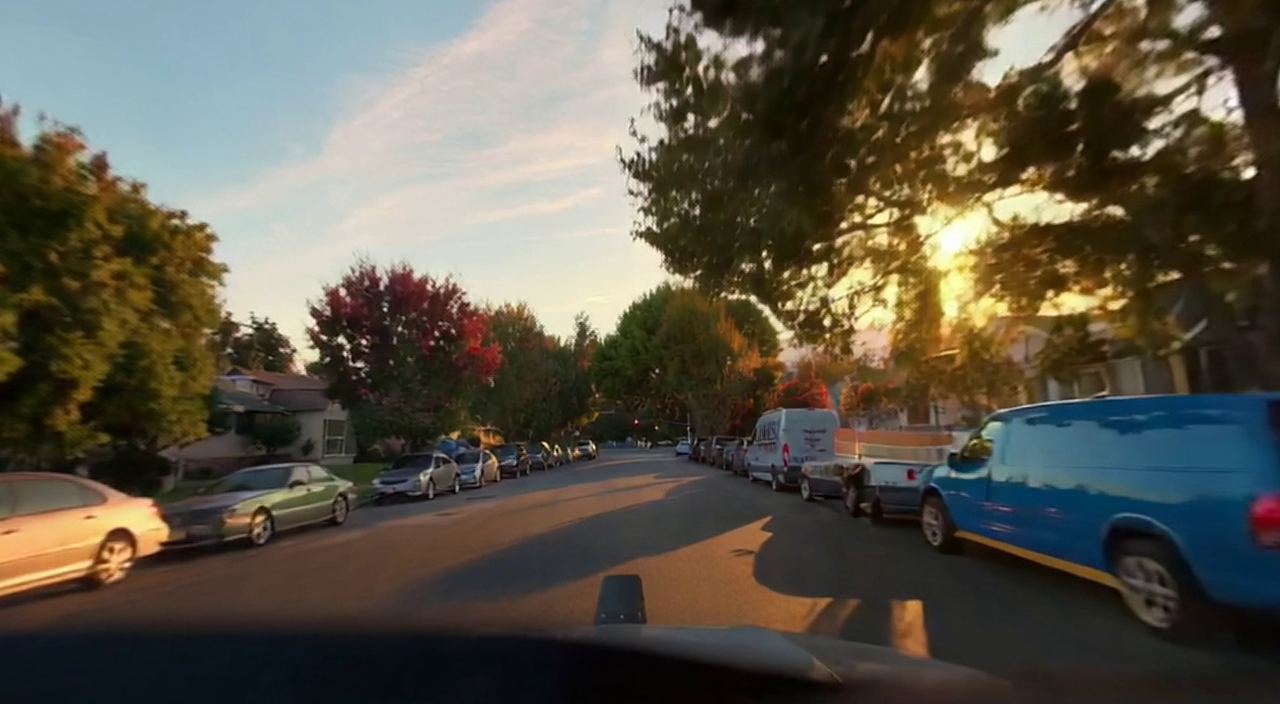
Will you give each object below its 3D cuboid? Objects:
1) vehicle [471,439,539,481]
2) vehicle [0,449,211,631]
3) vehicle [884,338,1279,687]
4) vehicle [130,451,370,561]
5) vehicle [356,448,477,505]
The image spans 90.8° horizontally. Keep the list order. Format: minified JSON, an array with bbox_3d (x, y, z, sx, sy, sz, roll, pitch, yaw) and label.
[{"bbox_3d":[-6.515,5.269,31.226,2.162,1.846,5.426,-1,-8,0],"label":"vehicle"},{"bbox_3d":[-6.353,1.667,5.487,1.840,1.476,4.739,-2,-8,2],"label":"vehicle"},{"bbox_3d":[4.506,1.251,6.044,2.072,1.883,5.576,0,-8,0],"label":"vehicle"},{"bbox_3d":[-6.623,2.578,11.451,1.731,1.423,4.504,-2,-8,-4],"label":"vehicle"},{"bbox_3d":[-6.560,3.671,19.225,1.869,1.467,4.921,-1,-8,0],"label":"vehicle"}]
